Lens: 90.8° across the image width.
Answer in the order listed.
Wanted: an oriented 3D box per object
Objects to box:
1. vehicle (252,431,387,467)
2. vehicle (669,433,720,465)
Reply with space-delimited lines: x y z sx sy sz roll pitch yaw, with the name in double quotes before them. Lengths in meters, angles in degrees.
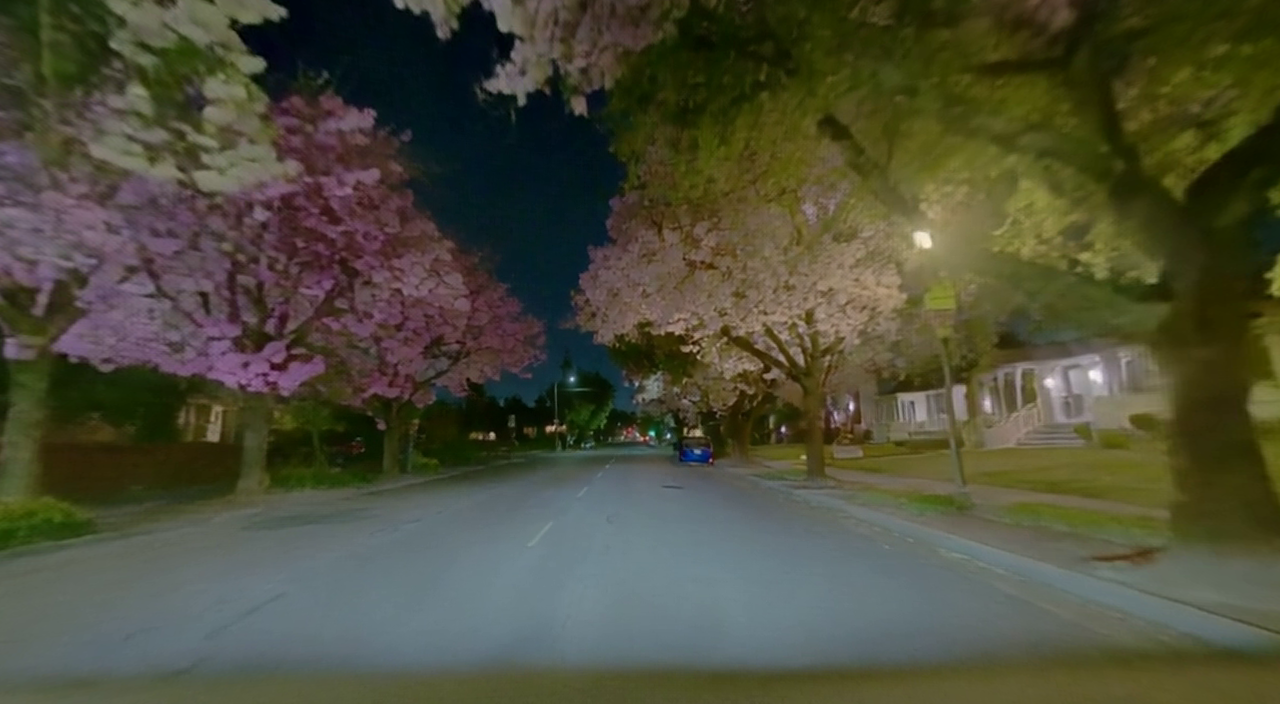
"vehicle" -16.778 5.094 33.358 5.902 1.796 2.183 0 -7 -3
"vehicle" 2.606 4.724 31.190 2.022 1.455 4.406 0 -7 -1
